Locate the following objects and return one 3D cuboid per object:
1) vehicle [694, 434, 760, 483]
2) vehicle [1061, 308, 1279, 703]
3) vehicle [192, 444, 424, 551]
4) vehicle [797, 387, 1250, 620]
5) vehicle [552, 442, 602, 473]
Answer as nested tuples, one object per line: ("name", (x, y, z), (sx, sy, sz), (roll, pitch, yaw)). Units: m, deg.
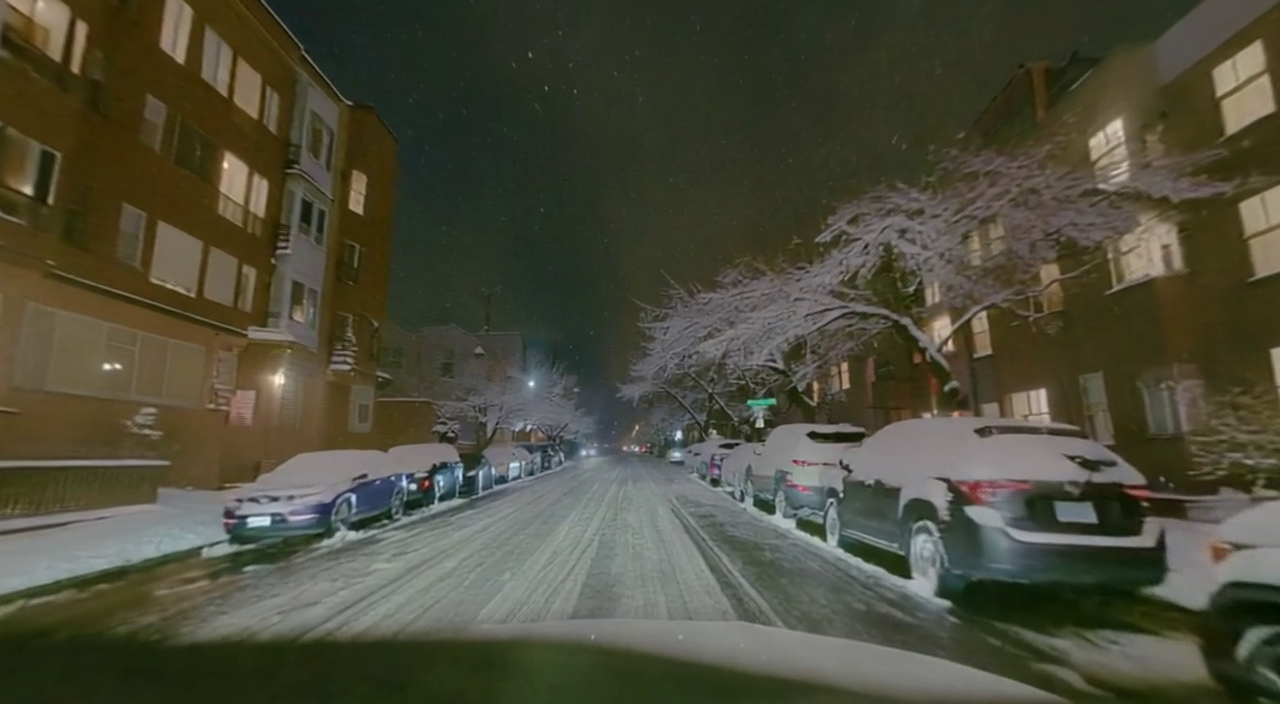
("vehicle", (3.288, 4.117, 24.710), (1.797, 1.717, 4.384), (0, -8, -2))
("vehicle", (3.393, 0.547, 1.079), (1.835, 1.809, 4.997), (0, -8, -1))
("vehicle", (-5.466, 2.392, 11.203), (1.647, 1.481, 4.433), (0, -8, 1))
("vehicle", (3.501, 1.492, 7.264), (1.972, 1.725, 4.956), (0, -8, -2))
("vehicle", (-3.205, 5.457, 32.850), (1.939, 1.504, 4.121), (-1, -8, 3))
